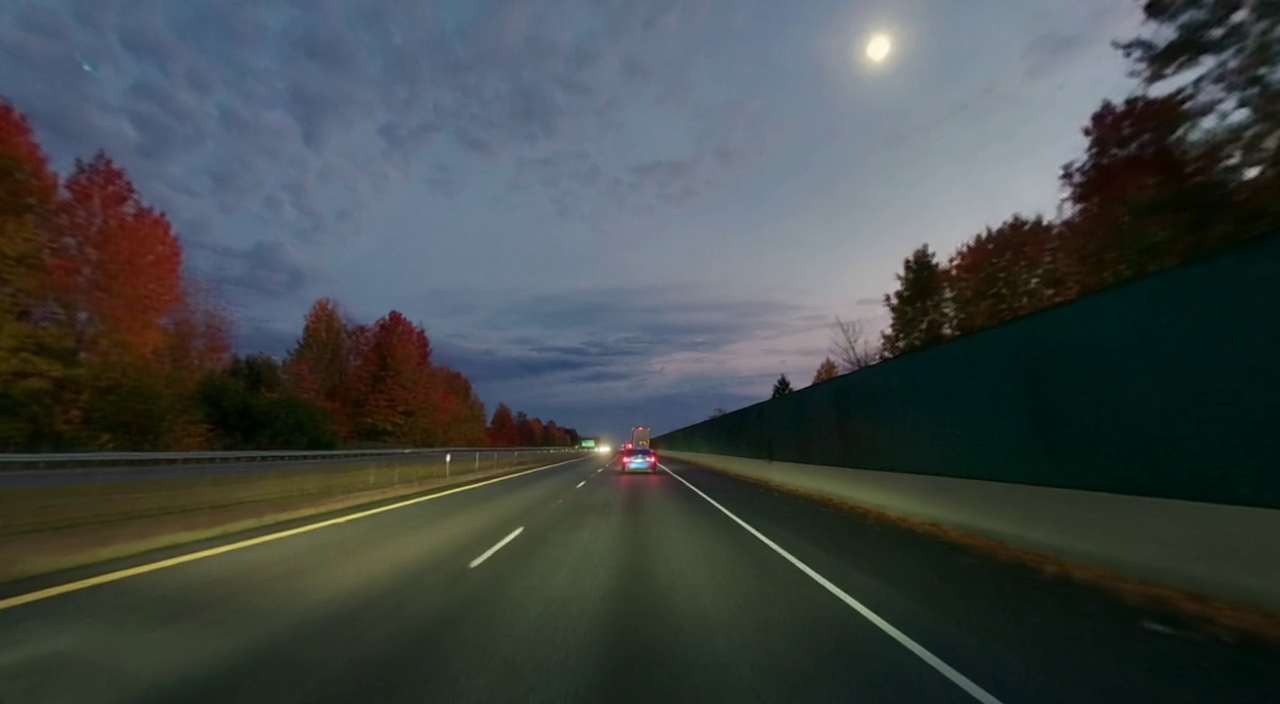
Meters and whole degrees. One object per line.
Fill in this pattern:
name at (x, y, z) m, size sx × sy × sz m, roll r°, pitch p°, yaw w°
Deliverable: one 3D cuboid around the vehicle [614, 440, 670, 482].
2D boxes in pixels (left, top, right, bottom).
vehicle at (0.029, 4.316, 25.293) m, size 2.057 × 1.516 × 4.065 m, roll 0°, pitch -8°, yaw -1°
